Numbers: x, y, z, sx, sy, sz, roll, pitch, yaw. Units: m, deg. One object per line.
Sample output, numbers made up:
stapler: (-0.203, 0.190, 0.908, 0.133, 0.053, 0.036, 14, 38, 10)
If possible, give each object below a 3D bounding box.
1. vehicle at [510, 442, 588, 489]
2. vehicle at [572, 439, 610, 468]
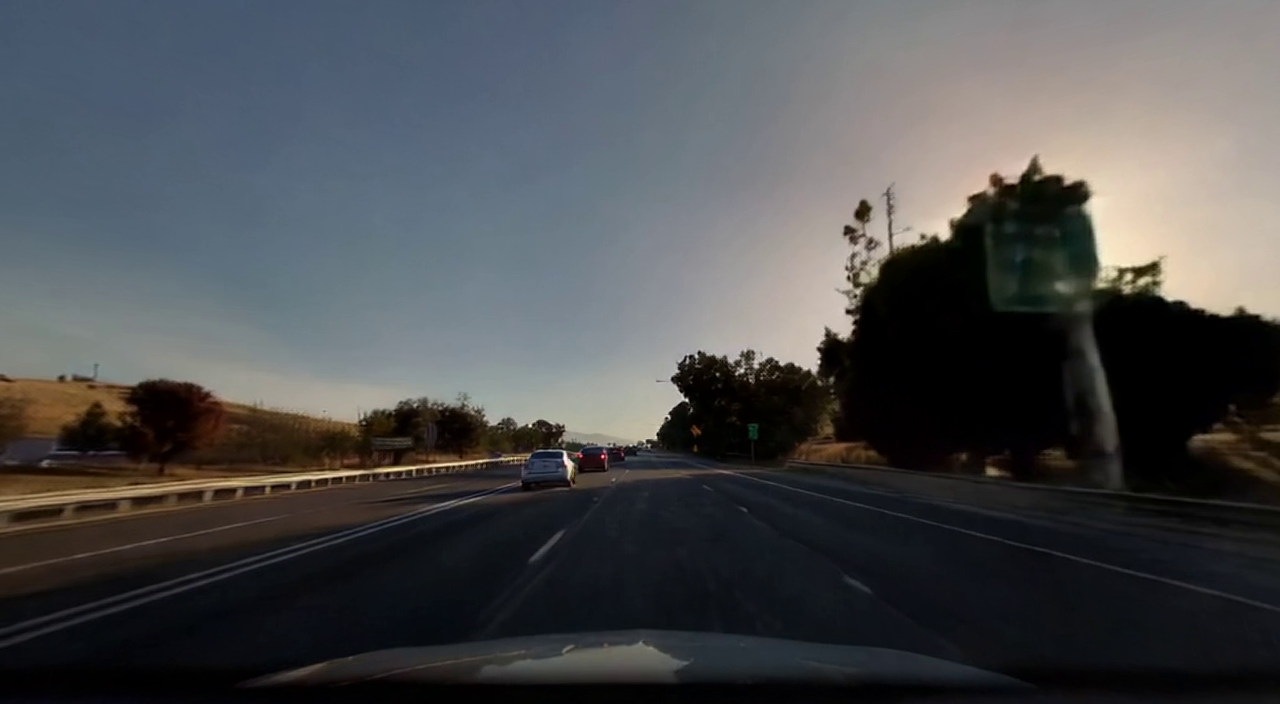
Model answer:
vehicle: (-3.166, 4.080, 22.947, 2.044, 1.527, 4.607, 0, -9, 1)
vehicle: (-3.279, 6.921, 43.186, 2.177, 1.852, 4.427, 0, -9, 1)
